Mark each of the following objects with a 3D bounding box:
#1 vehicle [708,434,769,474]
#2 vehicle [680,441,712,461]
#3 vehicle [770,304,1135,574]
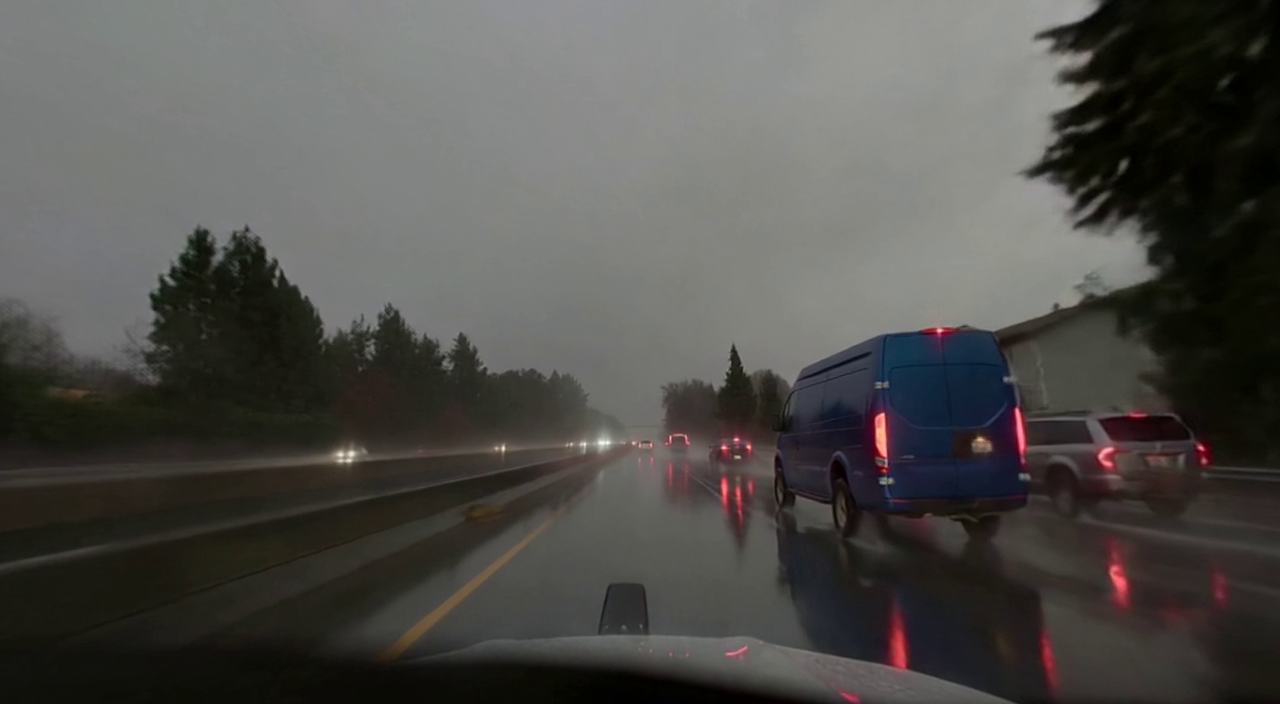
[{"bbox_3d":[4.389,4.643,28.846,2.034,1.651,4.342,0,-8,-1],"label":"vehicle"},{"bbox_3d":[4.265,7.588,48.357,2.050,1.448,4.123,0,-8,-1],"label":"vehicle"},{"bbox_3d":[3.673,1.263,9.238,2.302,2.670,5.912,0,-8,1],"label":"vehicle"}]
